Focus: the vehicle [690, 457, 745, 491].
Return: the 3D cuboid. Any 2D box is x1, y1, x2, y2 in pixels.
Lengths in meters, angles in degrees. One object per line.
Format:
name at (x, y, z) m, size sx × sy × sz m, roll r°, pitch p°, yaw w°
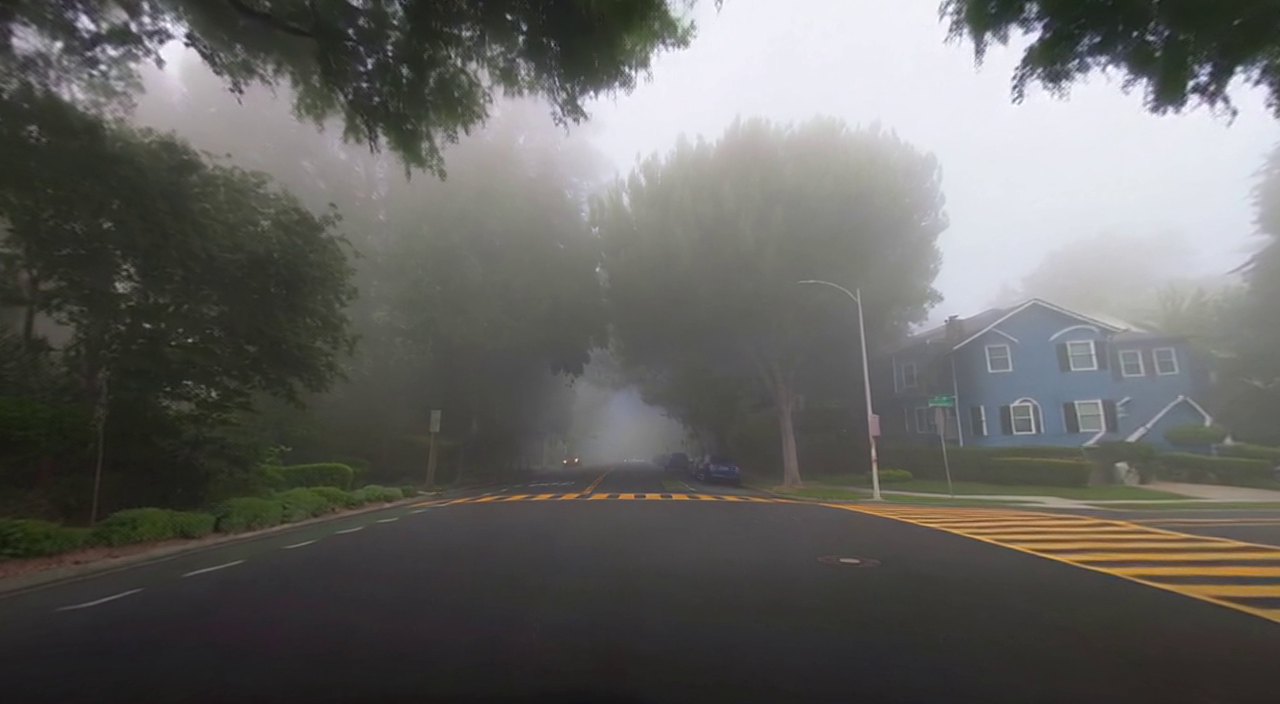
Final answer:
vehicle at (3.628, 5.810, 30.436) m, size 1.961 × 1.472 × 4.434 m, roll 0°, pitch -9°, yaw -2°
